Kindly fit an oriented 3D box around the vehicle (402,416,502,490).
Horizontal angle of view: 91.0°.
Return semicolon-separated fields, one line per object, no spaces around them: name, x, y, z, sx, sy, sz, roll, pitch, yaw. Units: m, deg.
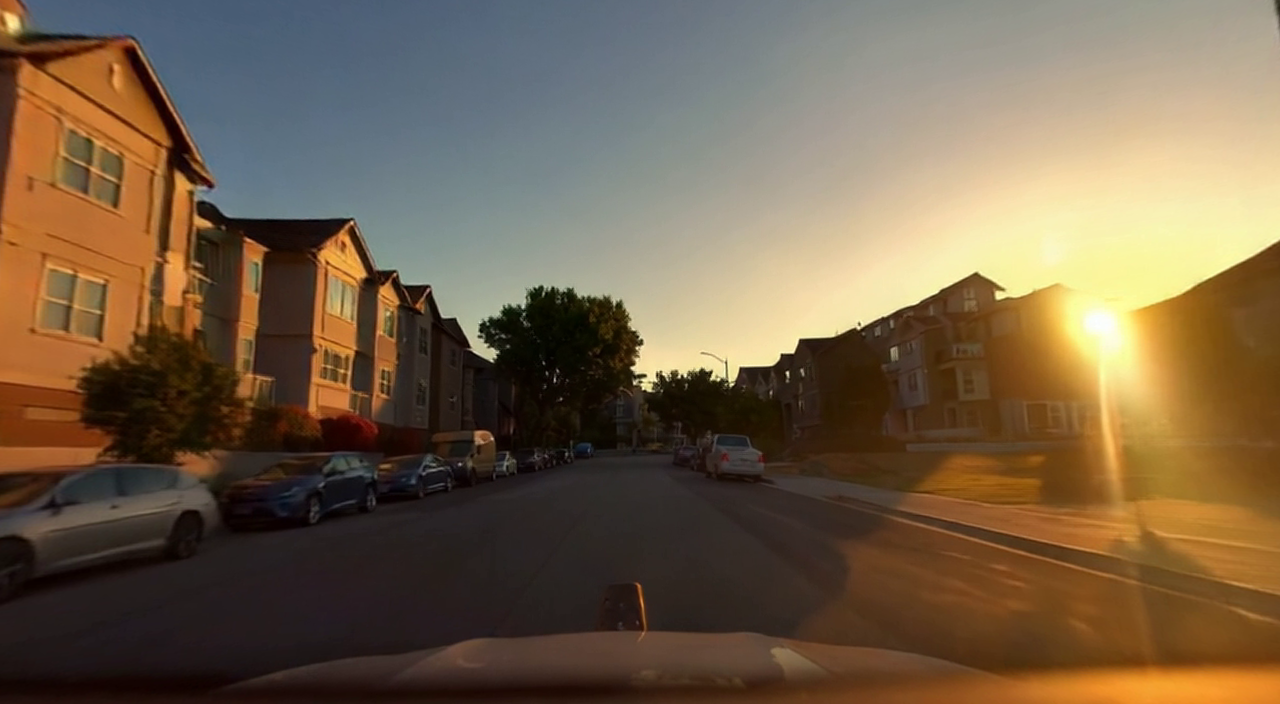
vehicle;-7.507;4.216;25.965;2.341;2.674;5.753;-1;-10;0

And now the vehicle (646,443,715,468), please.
vehicle;2.914;7.585;46.228;4.726;1.731;2.075;-7;-11;38

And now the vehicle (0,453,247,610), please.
vehicle;-7.084;1.993;7.598;1.845;1.475;4.495;-1;-9;-1

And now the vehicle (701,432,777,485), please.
vehicle;3.936;4.378;26.064;2.216;1.955;4.970;0;-9;-1

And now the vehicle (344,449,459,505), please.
vehicle;-7.212;3.796;19.566;1.953;1.501;4.125;-1;-9;0

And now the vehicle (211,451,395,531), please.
vehicle;-7.255;2.987;14.126;1.832;1.483;4.140;-1;-9;0
